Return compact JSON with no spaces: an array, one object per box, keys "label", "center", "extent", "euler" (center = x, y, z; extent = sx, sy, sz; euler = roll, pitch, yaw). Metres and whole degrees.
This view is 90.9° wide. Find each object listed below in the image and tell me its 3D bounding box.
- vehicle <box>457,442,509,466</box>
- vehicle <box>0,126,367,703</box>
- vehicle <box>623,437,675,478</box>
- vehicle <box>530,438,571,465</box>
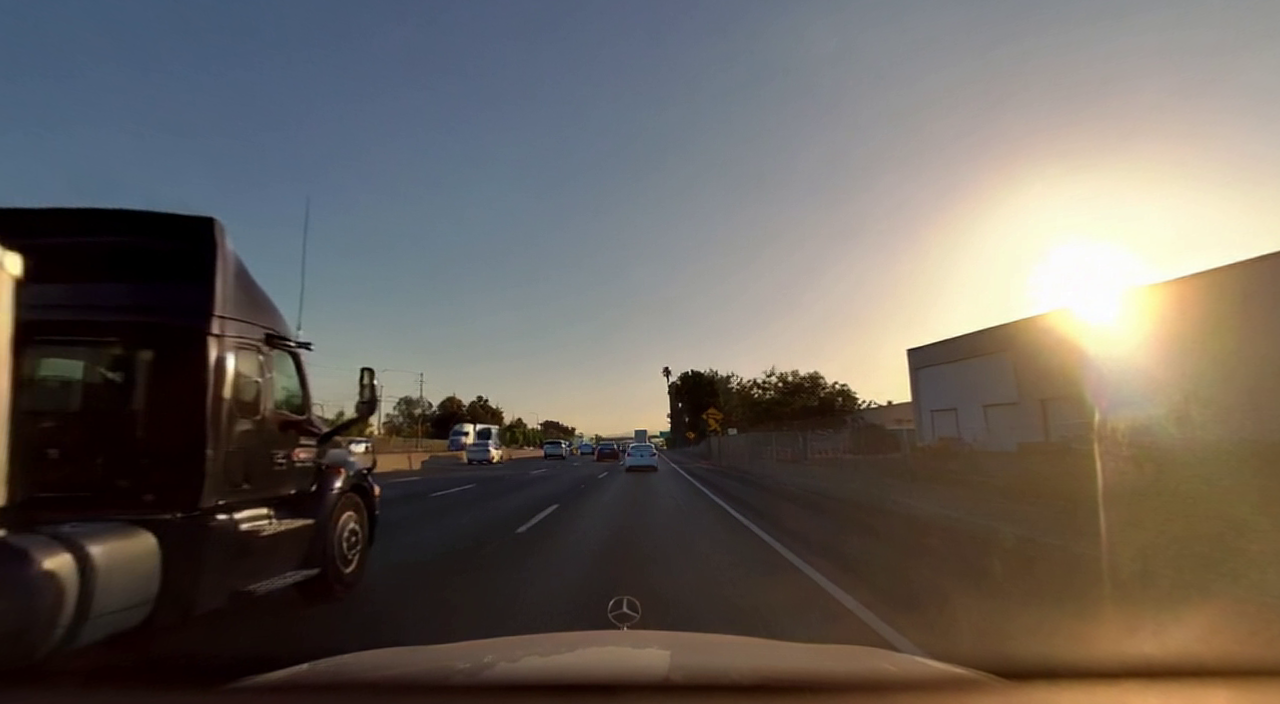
[{"label":"vehicle","center":[-10.162,6.616,41.165],"extent":[1.910,1.501,5.004],"euler":[0,-8,2]},{"label":"vehicle","center":[-3.468,0.395,1.796],"extent":[2.693,2.348,5.694],"euler":[0,-8,1]},{"label":"vehicle","center":[0.407,4.638,28.007],"extent":[2.136,1.678,4.052],"euler":[0,-8,1]},{"label":"vehicle","center":[-6.259,7.038,44.719],"extent":[2.105,1.790,4.689],"euler":[0,-8,2]}]
